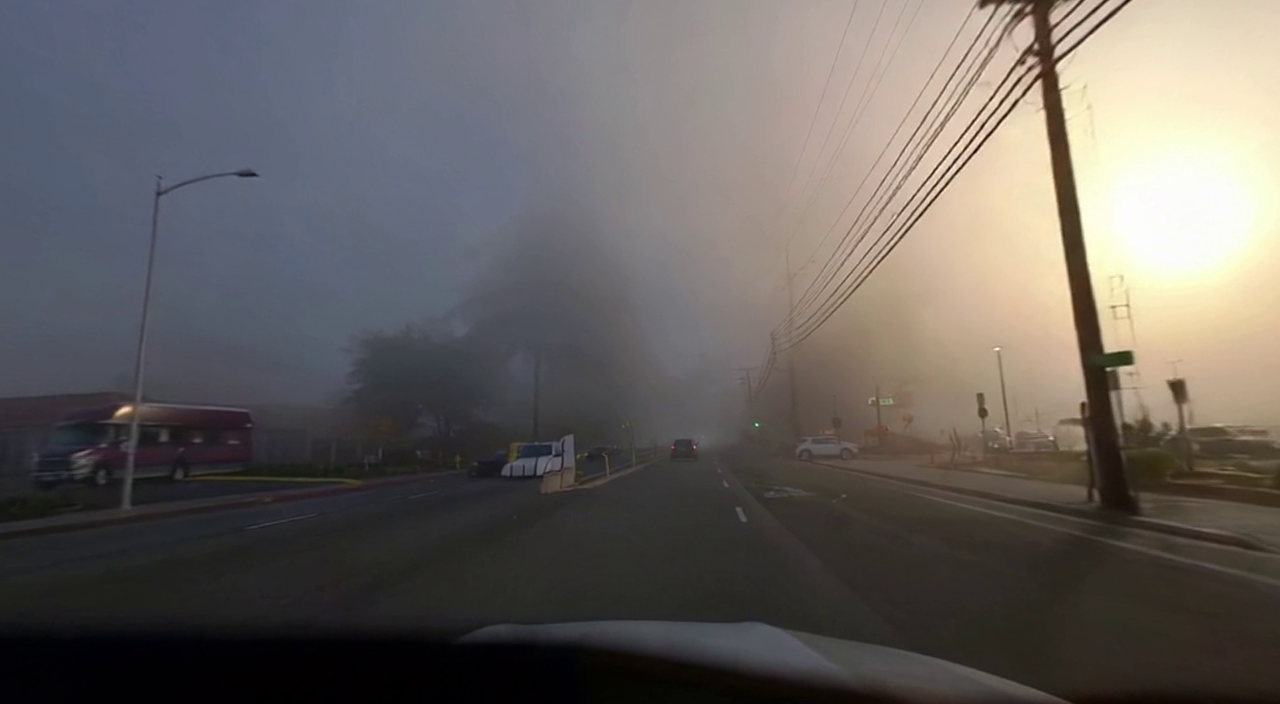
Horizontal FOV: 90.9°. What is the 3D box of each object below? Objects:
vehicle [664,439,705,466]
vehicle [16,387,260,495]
[{"bbox_3d":[2.678,5.877,37.066,2.073,1.525,3.968,-1,-8,8],"label":"vehicle"},{"bbox_3d":[-19.171,3.539,25.014,2.923,3.546,7.640,-2,-8,4],"label":"vehicle"}]
